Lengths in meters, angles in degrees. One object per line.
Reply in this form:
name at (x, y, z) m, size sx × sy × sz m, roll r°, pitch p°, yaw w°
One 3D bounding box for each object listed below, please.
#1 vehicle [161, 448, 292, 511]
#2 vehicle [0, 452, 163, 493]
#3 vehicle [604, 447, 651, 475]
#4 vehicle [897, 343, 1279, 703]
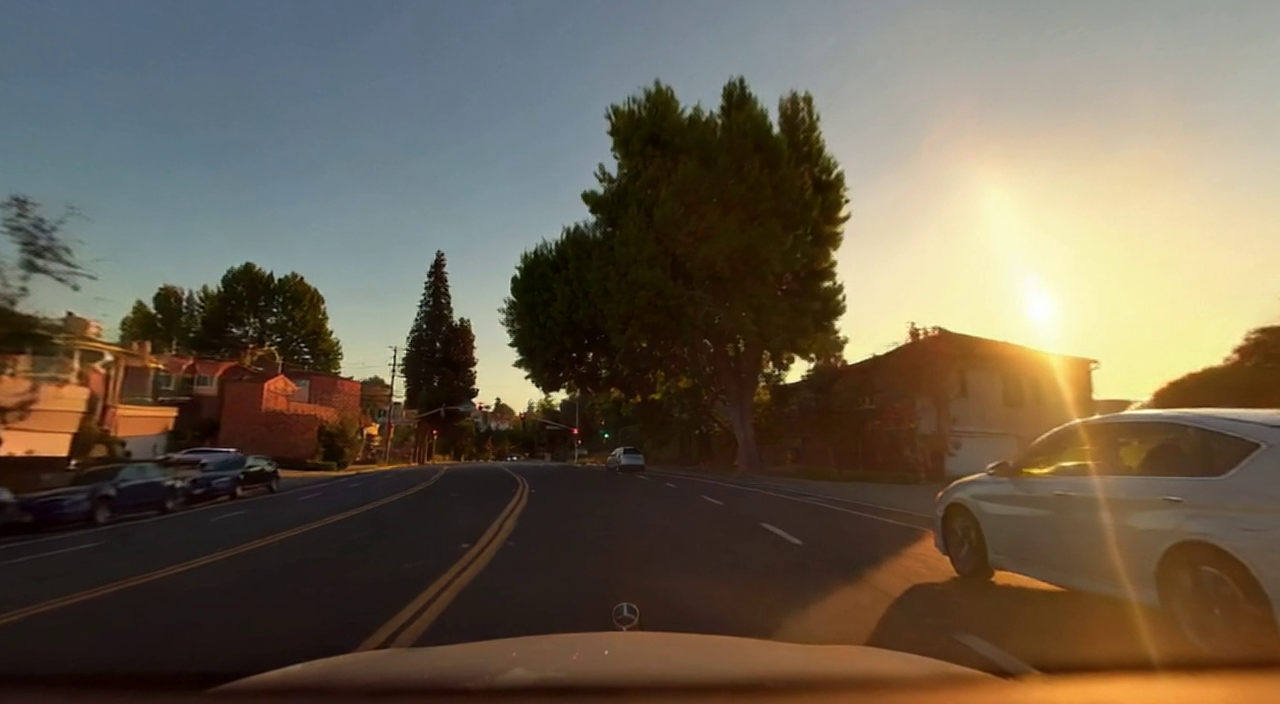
vehicle at (-14.478, 4.414, 22.551) m, size 1.993 × 1.801 × 5.201 m, roll -2°, pitch -8°, yaw -10°
vehicle at (-21.992, 4.649, 24.552) m, size 5.065 × 1.466 × 1.858 m, roll 2°, pitch -9°, yaw -15°
vehicle at (-0.820, 6.579, 38.425) m, size 1.951 × 1.620 × 4.582 m, roll 2°, pitch -9°, yaw -12°
vehicle at (3.865, 1.085, 4.134) m, size 2.081 × 1.828 × 5.138 m, roll 0°, pitch -9°, yaw -1°
